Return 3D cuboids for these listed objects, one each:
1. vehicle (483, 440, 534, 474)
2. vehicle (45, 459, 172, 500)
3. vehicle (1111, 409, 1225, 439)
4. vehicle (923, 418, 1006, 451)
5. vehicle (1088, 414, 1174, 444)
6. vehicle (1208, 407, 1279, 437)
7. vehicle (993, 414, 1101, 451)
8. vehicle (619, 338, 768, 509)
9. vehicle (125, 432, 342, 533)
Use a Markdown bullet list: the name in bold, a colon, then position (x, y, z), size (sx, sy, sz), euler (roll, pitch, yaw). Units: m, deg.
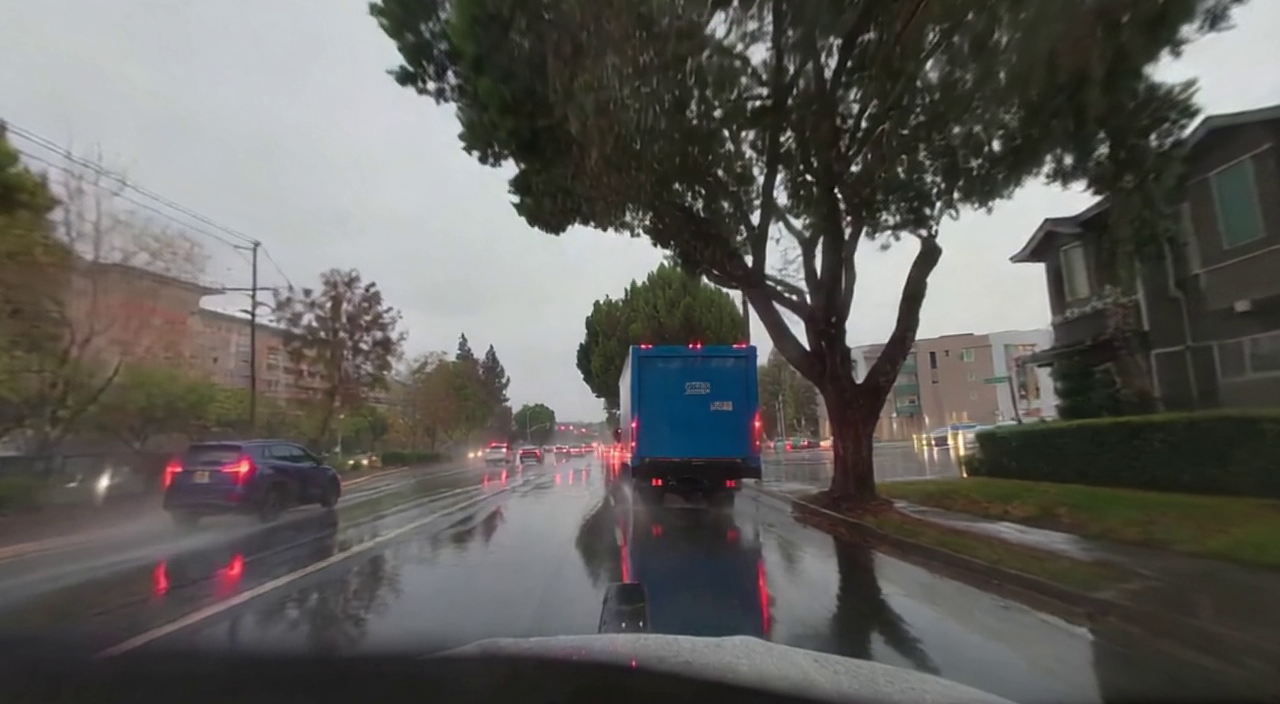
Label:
- **vehicle**: position (-7.416, 5.931, 35.824), size (2.095, 1.759, 4.433), euler (0, -8, -2)
- **vehicle**: position (-25.885, 6.206, 30.861), size (2.180, 1.681, 4.770), euler (0, -8, -3)
- **vehicle**: position (32.416, 4.520, 38.836), size (2.039, 1.714, 5.431), euler (1, -8, -5)
- **vehicle**: position (18.934, 4.900, 36.871), size (1.880, 1.804, 4.679), euler (1, -9, -8)
- **vehicle**: position (29.476, 4.685, 37.831), size (1.827, 1.498, 3.785), euler (-5, -8, -6)
- **vehicle**: position (38.578, 4.364, 38.785), size (1.858, 1.687, 5.044), euler (0, -9, -6)
- **vehicle**: position (24.233, 4.893, 37.739), size (2.220, 1.981, 5.827), euler (3, -8, -5)
- **vehicle**: position (1.010, 2.132, 17.913), size (2.905, 3.644, 8.807), euler (1, -8, -4)
- **vehicle**: position (-7.905, 2.509, 12.824), size (1.958, 1.672, 4.283), euler (1, -8, -7)
